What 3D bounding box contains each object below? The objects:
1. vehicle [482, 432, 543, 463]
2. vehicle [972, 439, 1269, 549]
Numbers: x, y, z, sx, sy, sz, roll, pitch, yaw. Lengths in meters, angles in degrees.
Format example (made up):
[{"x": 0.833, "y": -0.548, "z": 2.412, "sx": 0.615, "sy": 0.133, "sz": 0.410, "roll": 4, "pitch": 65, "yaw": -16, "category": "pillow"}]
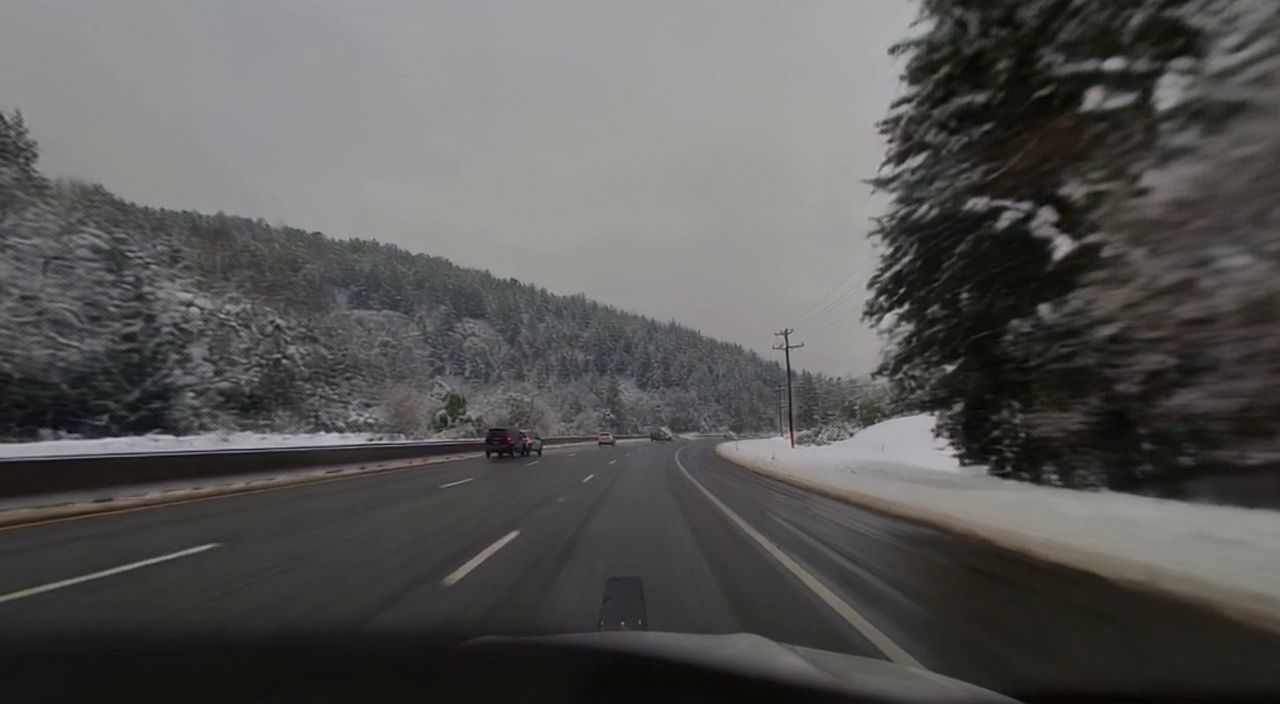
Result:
[{"x": -6.569, "y": 5.012, "z": 32.888, "sx": 2.010, "sy": 1.489, "sz": 4.456, "roll": -1, "pitch": -9, "yaw": 4, "category": "vehicle"}, {"x": 10.239, "y": 3.001, "z": 14.280, "sx": 2.325, "sy": 1.972, "sz": 5.577, "roll": 0, "pitch": -8, "yaw": 0, "category": "vehicle"}]
